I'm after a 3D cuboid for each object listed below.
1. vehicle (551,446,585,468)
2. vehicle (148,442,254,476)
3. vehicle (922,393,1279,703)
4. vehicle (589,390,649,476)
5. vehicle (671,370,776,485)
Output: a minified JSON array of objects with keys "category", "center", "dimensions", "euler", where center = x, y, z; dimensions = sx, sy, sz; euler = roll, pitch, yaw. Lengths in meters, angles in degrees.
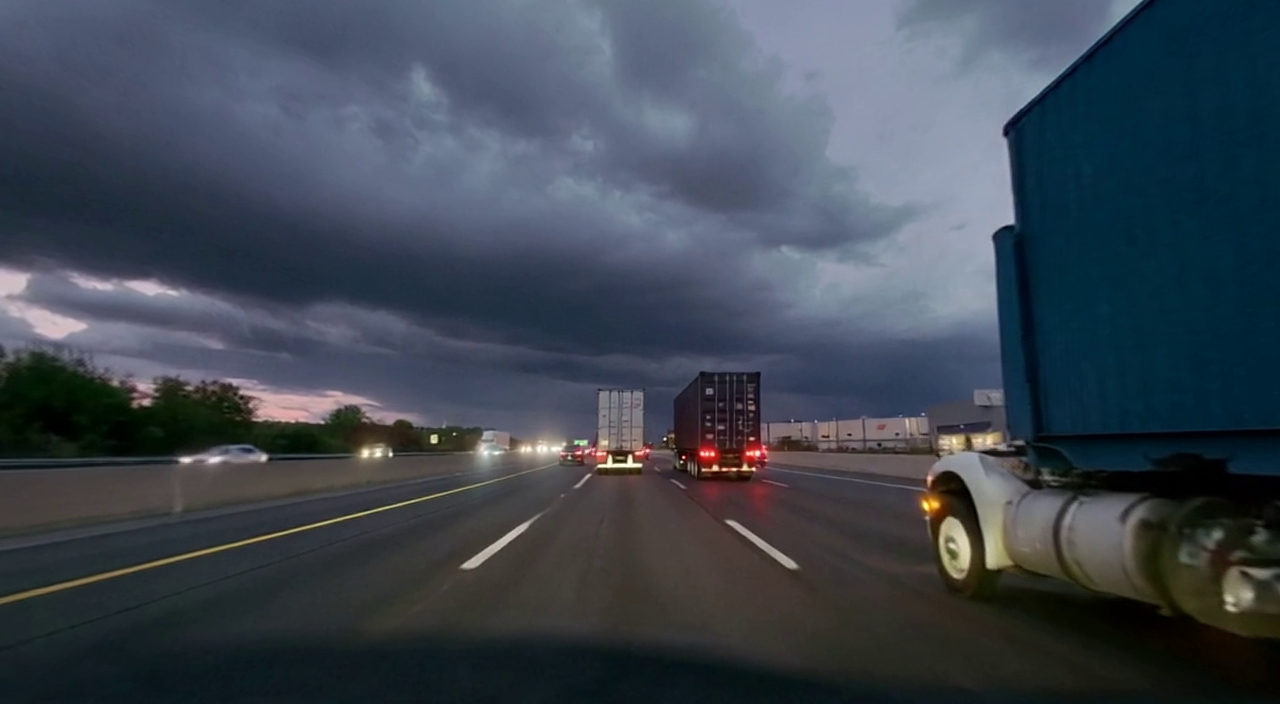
[{"category":"vehicle","center":[-5.172,7.555,45.894],"dimensions":[2.138,1.478,4.641],"euler":[0,-9,-2]},{"category":"vehicle","center":[-20.528,4.997,29.853],"dimensions":[1.945,1.458,4.381],"euler":[0,-9,-1]},{"category":"vehicle","center":[3.248,0.958,2.707],"dimensions":[2.073,1.474,4.320],"euler":[0,-8,0]},{"category":"vehicle","center":[-1.132,4.738,36.246],"dimensions":[2.841,4.071,12.046],"euler":[0,-8,-1]},{"category":"vehicle","center":[3.252,3.595,28.854],"dimensions":[2.803,4.072,12.744],"euler":[0,-8,-1]}]
